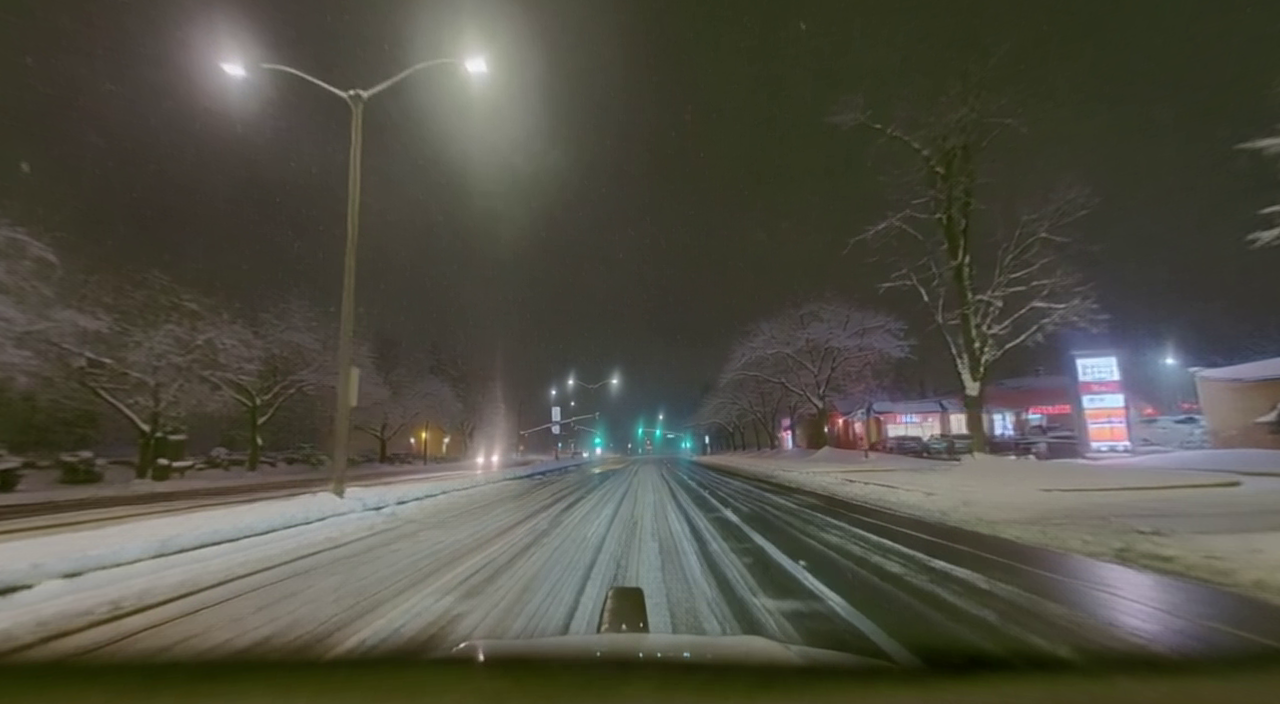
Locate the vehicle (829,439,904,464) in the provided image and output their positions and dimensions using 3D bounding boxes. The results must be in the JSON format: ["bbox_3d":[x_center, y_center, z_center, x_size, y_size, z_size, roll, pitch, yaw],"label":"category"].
[{"bbox_3d":[17.043,7.496,47.326,4.720,1.769,2.229,0,-9,-3],"label":"vehicle"}]

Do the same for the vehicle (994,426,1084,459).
[{"bbox_3d":[26.949,6.174,42.472,4.569,1.929,2.084,-2,-10,-3],"label":"vehicle"}]

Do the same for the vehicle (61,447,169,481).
[{"bbox_3d":[-35.909,7.658,43.210,2.471,2.129,5.492,-1,-9,3],"label":"vehicle"}]

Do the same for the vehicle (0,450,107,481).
[{"bbox_3d":[-40.603,7.808,43.506,2.266,1.915,5.560,-1,-8,3],"label":"vehicle"}]
